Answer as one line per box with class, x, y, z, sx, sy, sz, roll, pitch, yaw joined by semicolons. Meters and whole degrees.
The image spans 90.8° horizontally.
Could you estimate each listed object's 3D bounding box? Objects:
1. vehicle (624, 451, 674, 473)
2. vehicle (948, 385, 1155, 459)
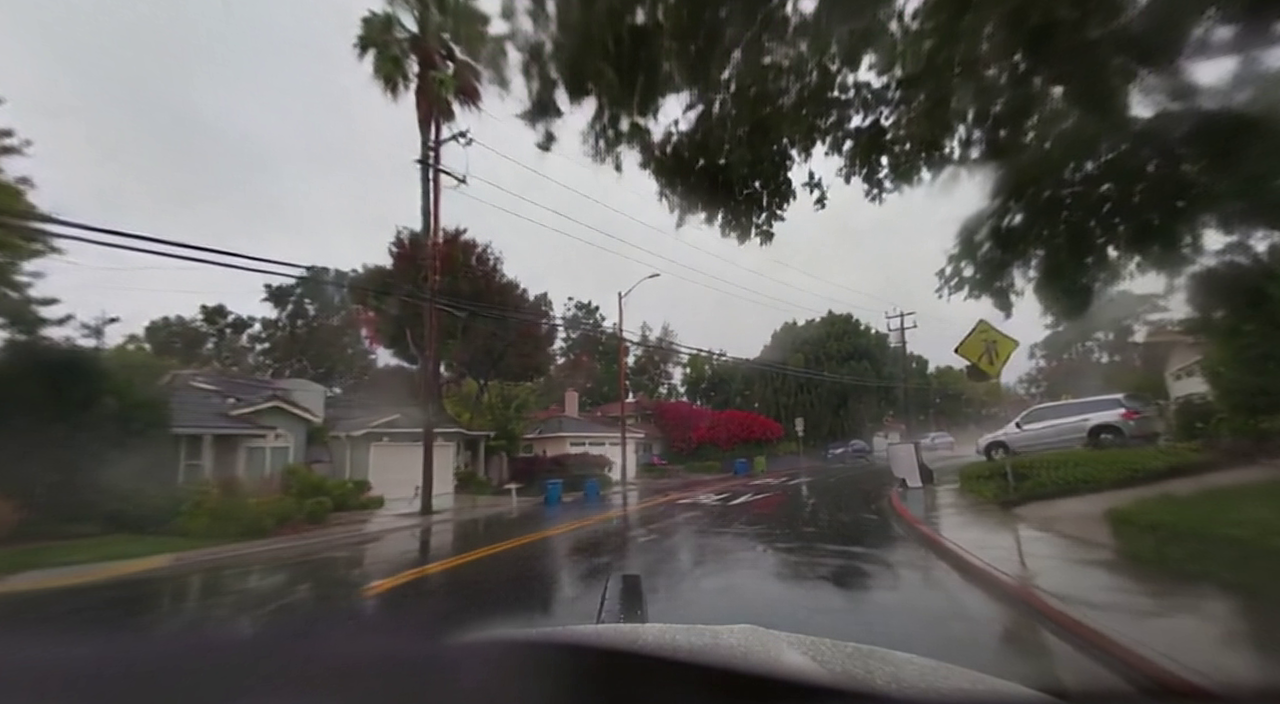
vehicle;0.642;8.309;47.779;1.842;1.489;3.697;6;-10;-39
vehicle;12.508;2.247;19.537;5.011;2.014;2.056;-6;-11;34
